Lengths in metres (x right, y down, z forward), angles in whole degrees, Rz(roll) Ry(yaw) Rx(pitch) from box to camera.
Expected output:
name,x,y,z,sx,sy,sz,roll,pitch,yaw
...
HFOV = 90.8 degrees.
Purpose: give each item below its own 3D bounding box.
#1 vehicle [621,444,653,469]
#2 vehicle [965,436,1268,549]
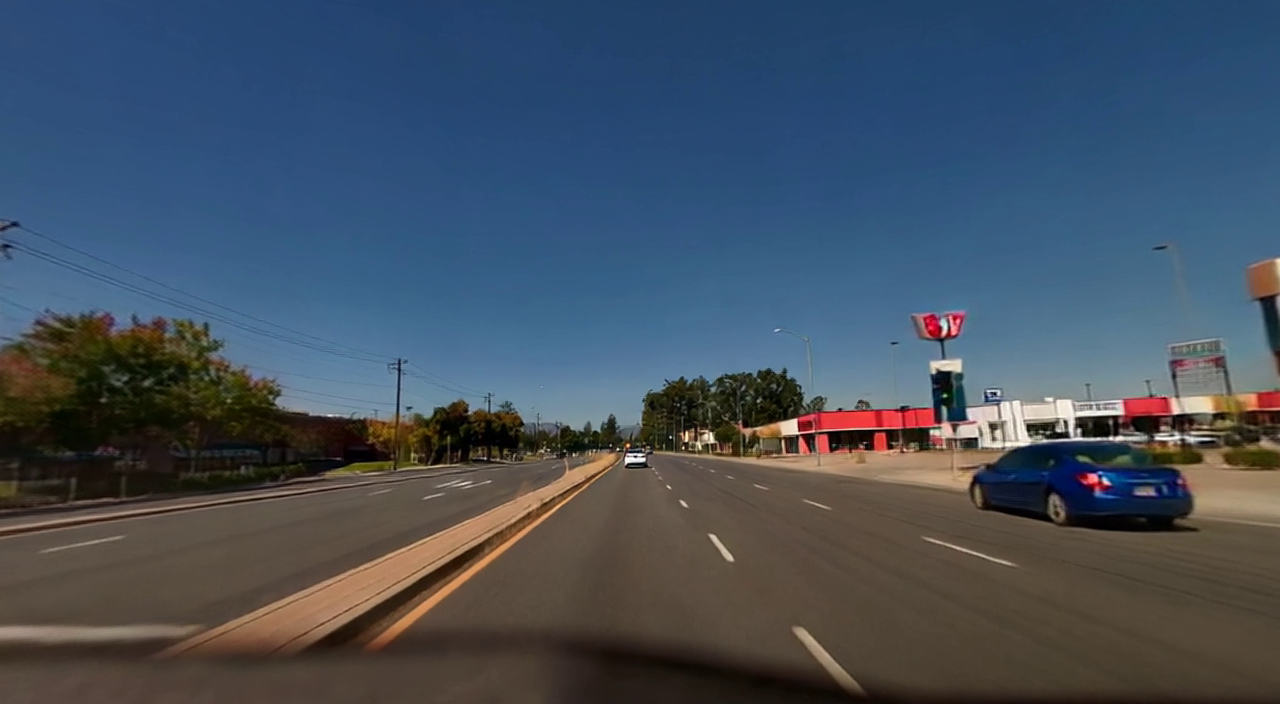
name,x,y,z,sx,sy,sz,roll,pitch,yaw
vehicle,-0.207,6.829,41.505,2.027,1.494,3.942,0,-8,-1
vehicle,7.332,2.147,10.408,1.849,1.464,4.119,0,-8,2
